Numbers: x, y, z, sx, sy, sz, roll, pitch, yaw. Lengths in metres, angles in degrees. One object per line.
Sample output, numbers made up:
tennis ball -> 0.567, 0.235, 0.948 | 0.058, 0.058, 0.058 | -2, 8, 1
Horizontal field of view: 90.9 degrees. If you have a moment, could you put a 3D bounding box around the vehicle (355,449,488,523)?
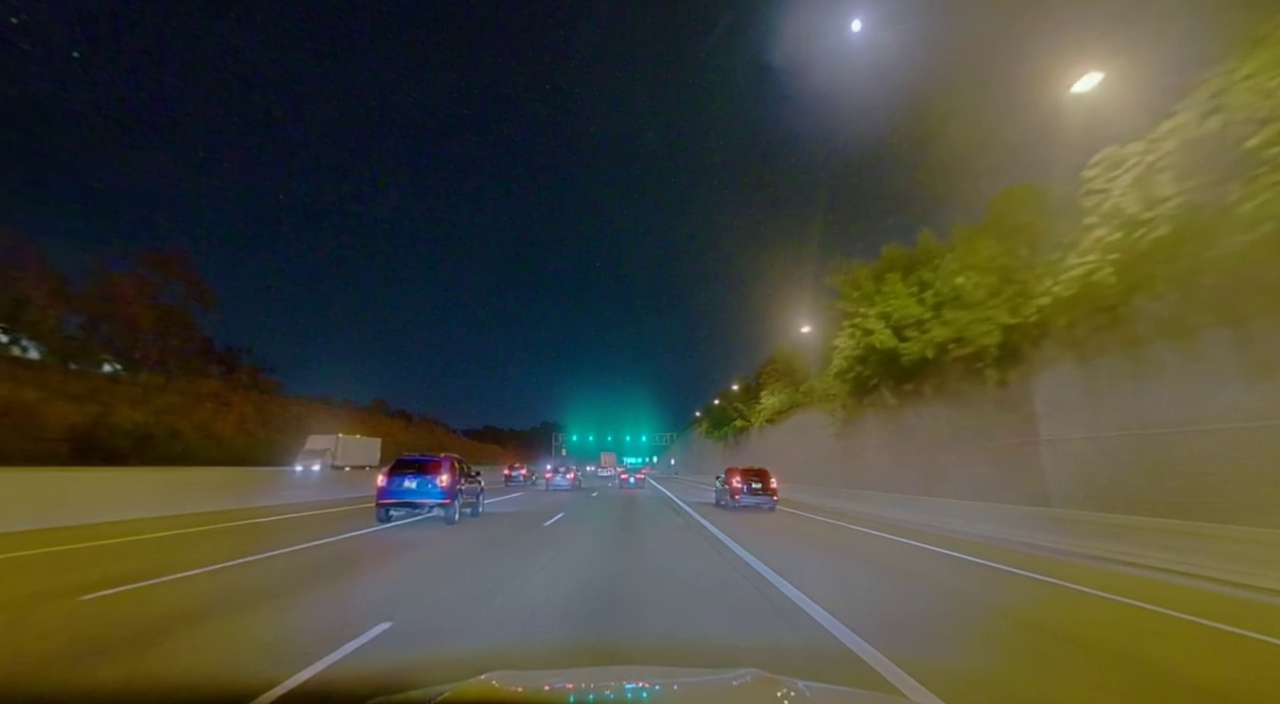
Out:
vehicle -> -5.690, 3.584, 17.144 | 2.069, 1.699, 4.452 | 1, -11, -1

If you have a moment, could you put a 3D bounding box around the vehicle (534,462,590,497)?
vehicle -> -3.716, 6.231, 30.914 | 2.102, 1.521, 4.687 | 1, -11, 0

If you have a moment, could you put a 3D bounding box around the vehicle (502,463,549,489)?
vehicle -> -7.418, 8.105, 41.244 | 2.142, 1.545, 4.708 | 1, -11, 1

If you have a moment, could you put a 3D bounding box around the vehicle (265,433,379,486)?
vehicle -> -23.284, 8.106, 47.082 | 2.994, 3.455, 10.568 | 1, -11, 0

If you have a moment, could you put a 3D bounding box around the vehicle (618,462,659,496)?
vehicle -> -0.066, 6.587, 32.765 | 1.992, 1.601, 3.762 | 1, -11, 0

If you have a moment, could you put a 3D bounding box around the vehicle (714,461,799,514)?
vehicle -> 3.783, 4.511, 21.233 | 1.992, 1.557, 4.017 | 1, -11, -2
